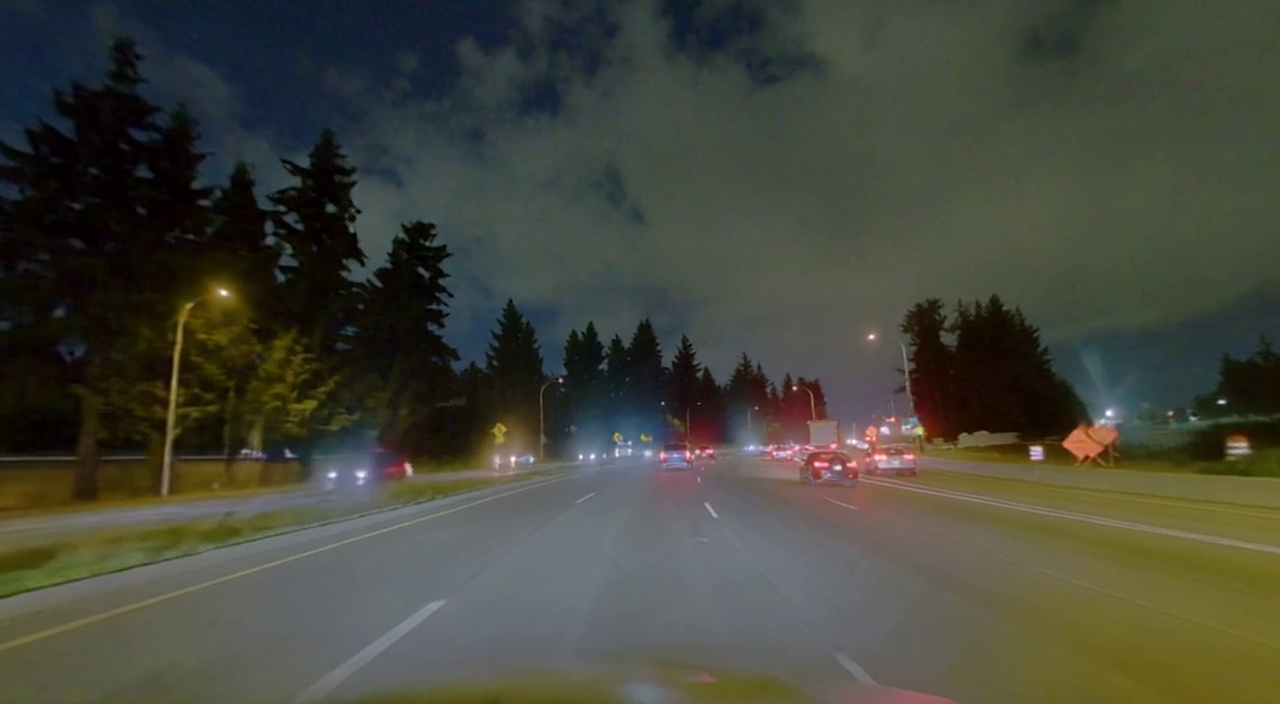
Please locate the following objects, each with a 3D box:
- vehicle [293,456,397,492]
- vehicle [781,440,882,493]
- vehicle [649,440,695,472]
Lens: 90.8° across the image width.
[{"bbox_3d":[-13.673,5.667,29.677,2.205,1.446,4.840,-1,-9,5],"label":"vehicle"},{"bbox_3d":[5.855,3.526,19.864,2.044,1.474,4.083,-1,-9,3],"label":"vehicle"},{"bbox_3d":[1.872,5.882,35.802,2.201,1.676,4.541,-1,-9,7],"label":"vehicle"}]
